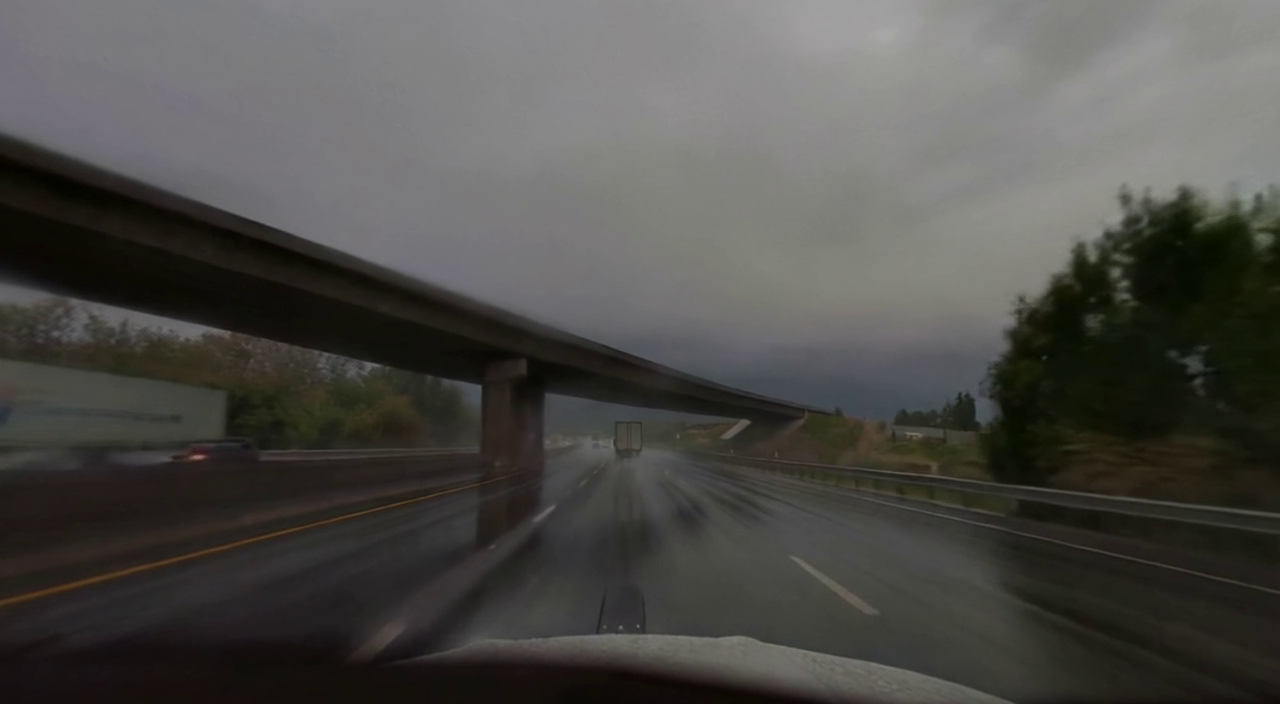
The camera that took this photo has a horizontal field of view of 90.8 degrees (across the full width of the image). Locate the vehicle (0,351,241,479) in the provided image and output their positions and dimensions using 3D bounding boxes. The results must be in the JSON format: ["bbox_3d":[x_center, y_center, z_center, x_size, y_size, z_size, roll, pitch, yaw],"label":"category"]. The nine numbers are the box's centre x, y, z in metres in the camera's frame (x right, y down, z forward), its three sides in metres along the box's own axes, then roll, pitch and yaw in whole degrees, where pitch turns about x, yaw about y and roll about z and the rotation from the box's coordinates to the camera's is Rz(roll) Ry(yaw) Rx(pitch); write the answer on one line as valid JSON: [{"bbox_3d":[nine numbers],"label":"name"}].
[{"bbox_3d":[-21.380,2.792,24.641,2.881,3.917,14.152,0,-9,-3],"label":"vehicle"}]
